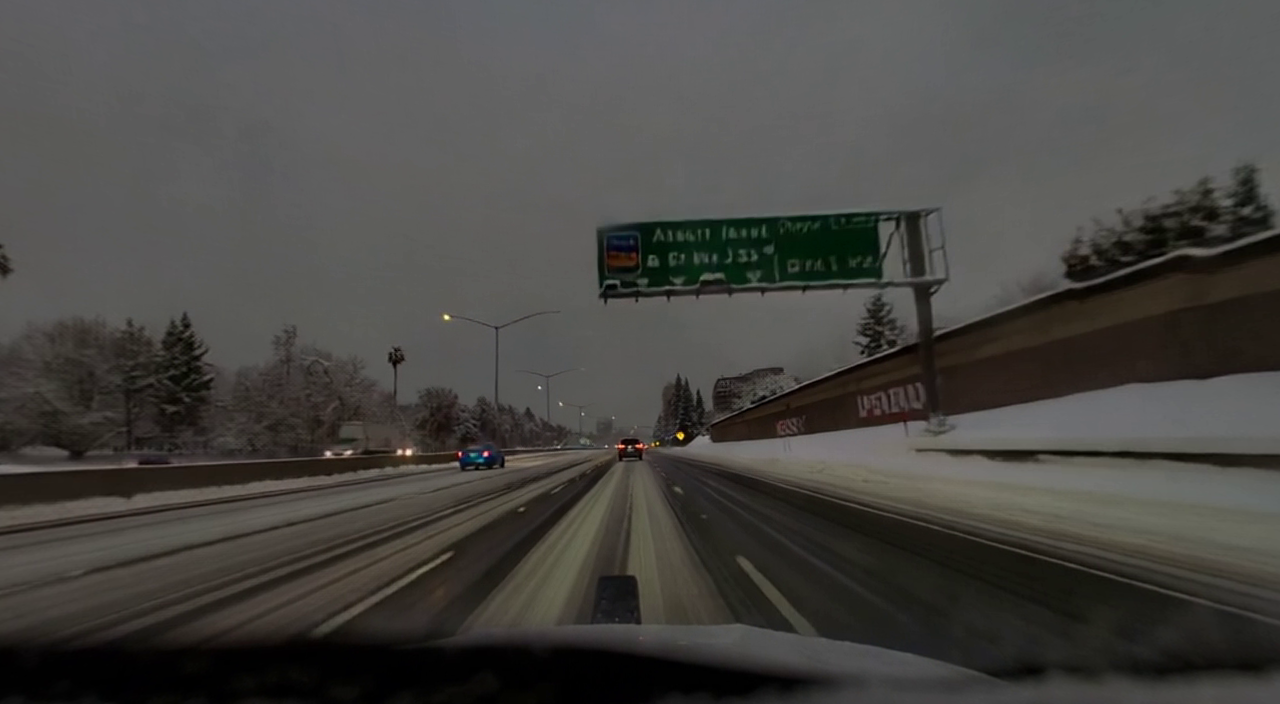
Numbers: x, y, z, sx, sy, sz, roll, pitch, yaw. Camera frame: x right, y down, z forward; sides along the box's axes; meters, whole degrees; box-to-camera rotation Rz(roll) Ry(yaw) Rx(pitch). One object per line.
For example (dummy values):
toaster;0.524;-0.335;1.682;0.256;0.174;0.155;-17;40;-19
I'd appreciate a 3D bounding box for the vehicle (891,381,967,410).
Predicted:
vehicle;16.930;2.572;37.107;3.587;1.458;1.870;1;-8;2

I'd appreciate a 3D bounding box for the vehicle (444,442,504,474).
vehicle;-8.563;5.492;33.011;1.971;1.552;4.465;0;-9;0

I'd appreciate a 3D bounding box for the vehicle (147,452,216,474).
vehicle;-33.295;8.054;45.999;1.821;1.429;4.287;0;-9;0

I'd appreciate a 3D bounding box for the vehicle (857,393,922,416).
vehicle;16.651;3.496;42.231;3.548;1.362;1.745;-1;-9;1
